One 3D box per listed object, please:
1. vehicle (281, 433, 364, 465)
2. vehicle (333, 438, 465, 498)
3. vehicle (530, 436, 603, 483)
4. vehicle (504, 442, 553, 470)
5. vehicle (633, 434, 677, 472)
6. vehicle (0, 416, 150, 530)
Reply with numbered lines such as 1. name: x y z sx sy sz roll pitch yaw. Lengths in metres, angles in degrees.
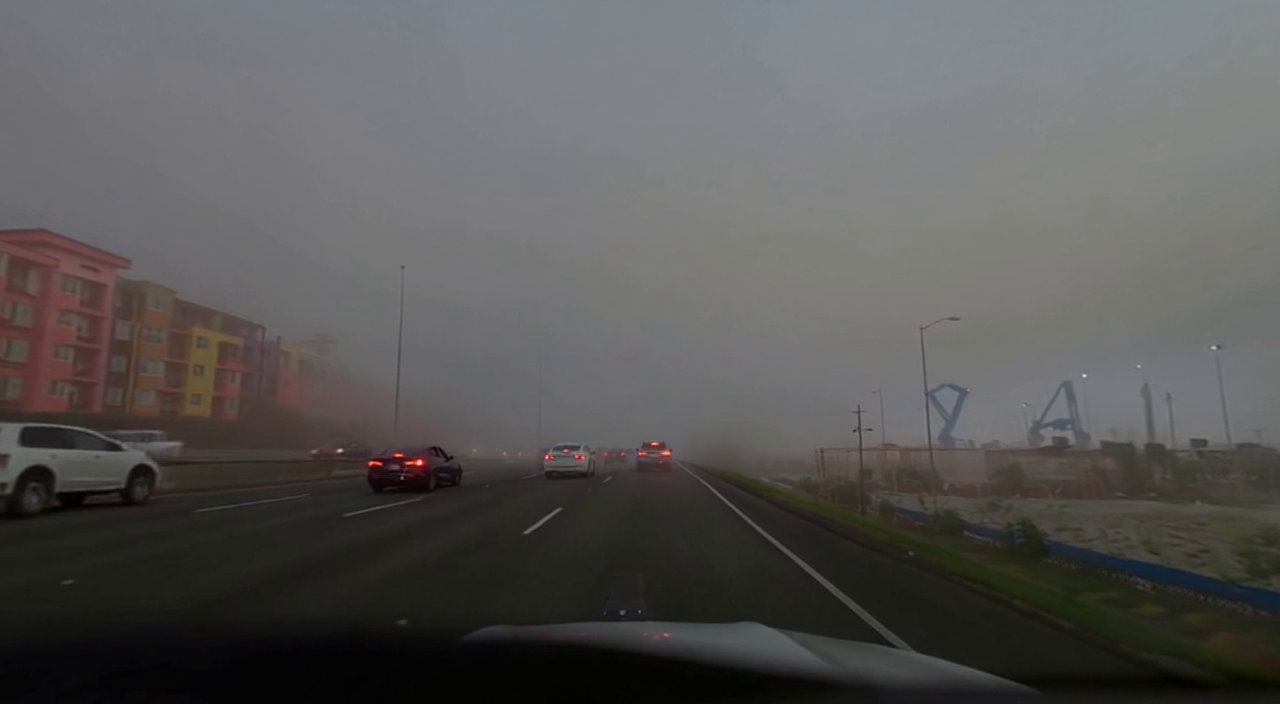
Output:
1. vehicle: -18.727 5.759 37.492 1.983 1.701 5.236 0 -8 3
2. vehicle: -6.821 3.314 18.428 1.959 1.486 4.460 0 -8 2
3. vehicle: -2.754 4.154 24.644 2.109 1.657 4.554 0 -8 3
4. vehicle: -6.371 5.978 36.404 1.931 1.505 4.386 0 -8 1
5. vehicle: 0.756 5.171 32.393 2.116 1.763 4.352 0 -8 1
6. vehicle: -10.310 1.832 9.715 1.934 1.649 4.338 0 -8 0
